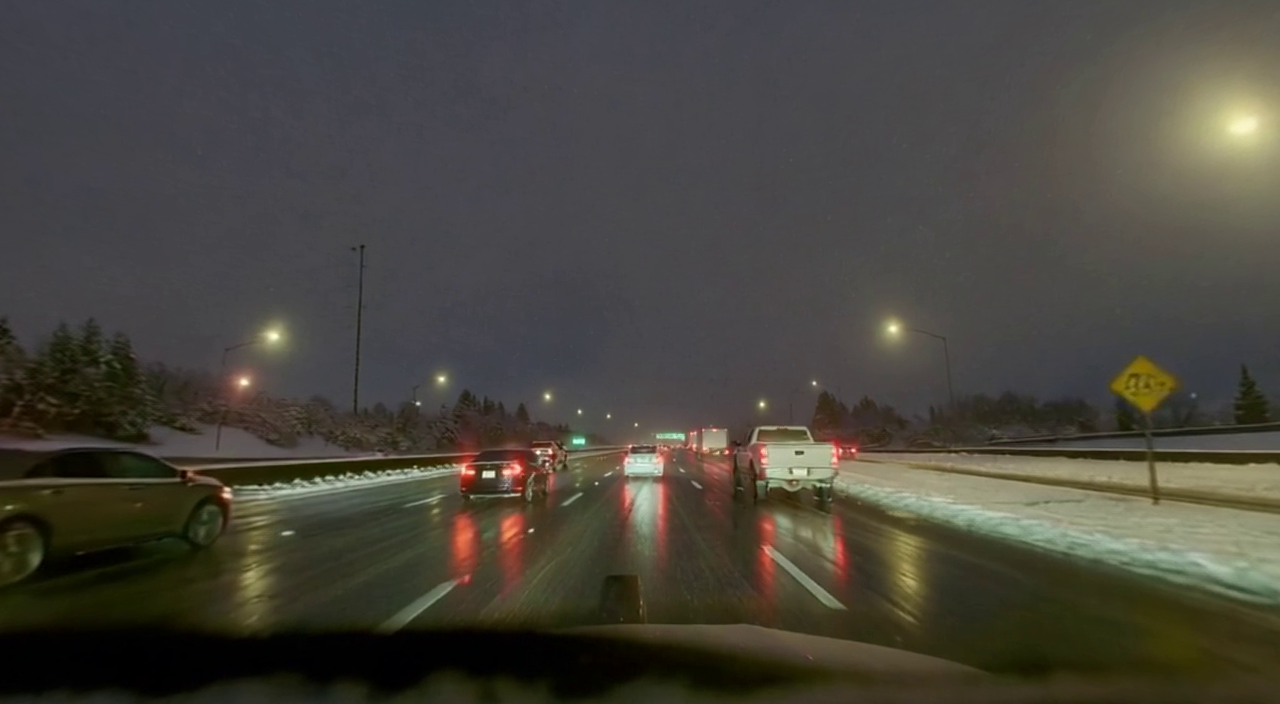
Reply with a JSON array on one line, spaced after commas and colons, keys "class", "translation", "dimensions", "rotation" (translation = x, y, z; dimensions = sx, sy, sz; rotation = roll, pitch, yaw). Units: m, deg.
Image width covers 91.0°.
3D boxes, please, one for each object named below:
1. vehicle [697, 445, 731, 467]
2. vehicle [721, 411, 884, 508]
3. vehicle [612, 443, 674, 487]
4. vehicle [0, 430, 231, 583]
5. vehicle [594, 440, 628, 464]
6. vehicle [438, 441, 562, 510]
[{"class": "vehicle", "translation": [5.280, 7.474, 45.374], "dimensions": [2.023, 1.507, 4.510], "rotation": [0, -9, 2]}, {"class": "vehicle", "translation": [4.081, 2.934, 17.510], "dimensions": [2.802, 2.151, 6.579], "rotation": [0, -9, 0]}, {"class": "vehicle", "translation": [0.145, 4.131, 23.329], "dimensions": [2.071, 1.478, 4.130], "rotation": [0, -9, 1]}, {"class": "vehicle", "translation": [-7.476, 1.747, 7.545], "dimensions": [2.065, 1.519, 4.491], "rotation": [0, -9, 1]}, {"class": "vehicle", "translation": [-2.205, 7.874, 49.611], "dimensions": [2.261, 1.759, 4.297], "rotation": [-1, -9, 3]}, {"class": "vehicle", "translation": [-3.354, 3.057, 16.078], "dimensions": [1.996, 1.488, 4.451], "rotation": [0, -9, 2]}]
